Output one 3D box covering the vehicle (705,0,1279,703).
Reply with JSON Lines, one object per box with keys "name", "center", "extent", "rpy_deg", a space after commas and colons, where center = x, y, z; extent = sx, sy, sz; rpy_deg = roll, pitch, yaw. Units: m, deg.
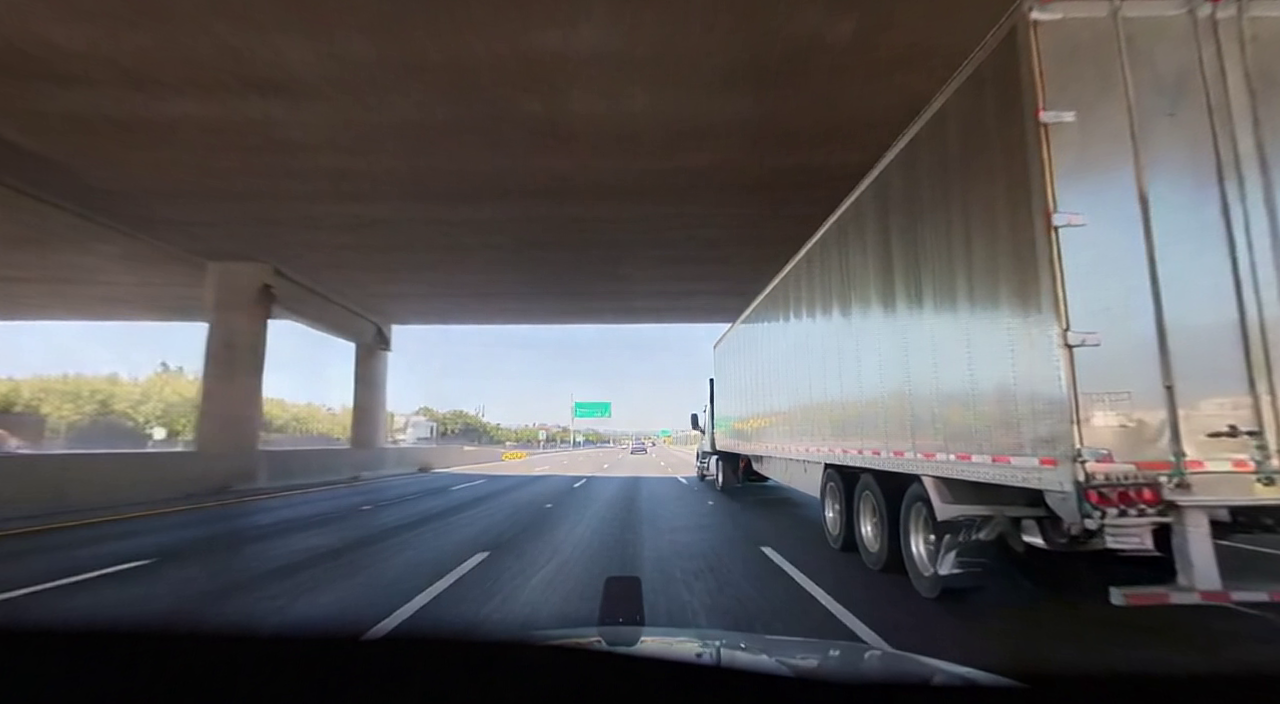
{"name": "vehicle", "center": [3.541, 0.910, 11.420], "extent": [2.743, 4.160, 16.408], "rpy_deg": [0, -9, -1]}
